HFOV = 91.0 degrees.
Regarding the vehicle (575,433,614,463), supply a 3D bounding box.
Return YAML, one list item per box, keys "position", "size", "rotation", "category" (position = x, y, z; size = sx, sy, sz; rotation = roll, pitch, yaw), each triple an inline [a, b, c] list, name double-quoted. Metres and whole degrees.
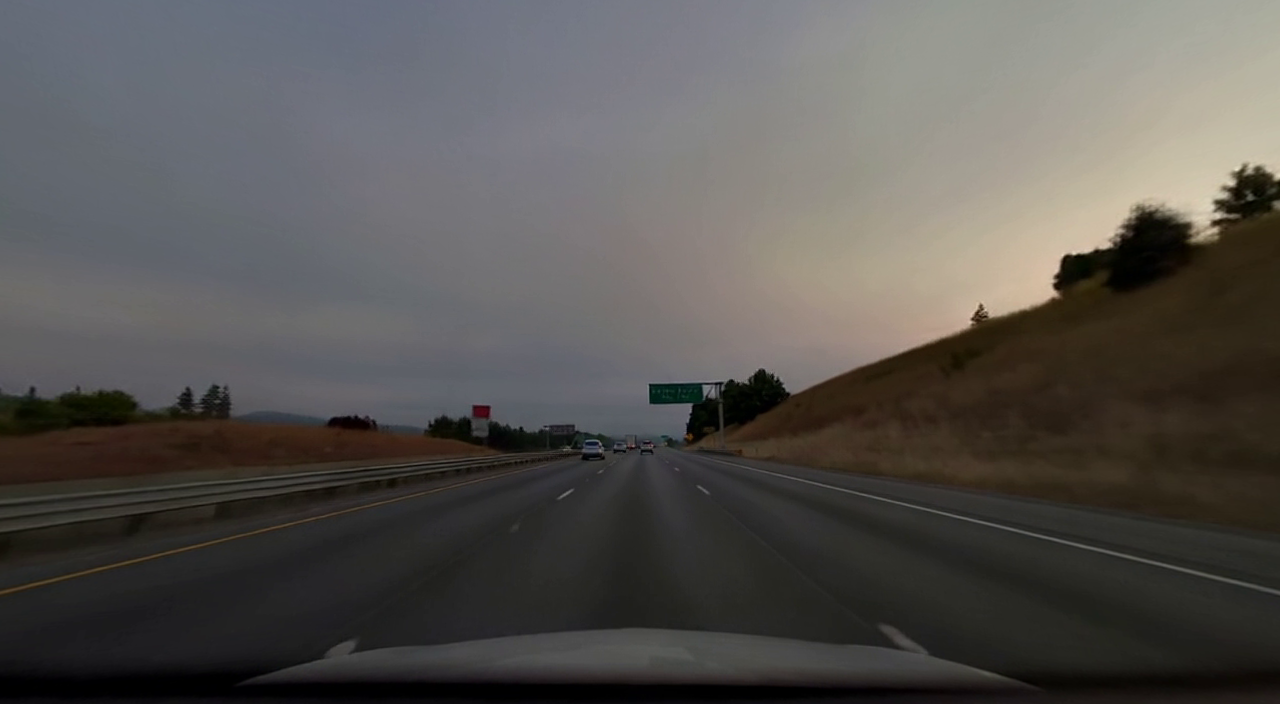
- position: [-3.206, 6.903, 45.137]
  size: [2.286, 2.011, 4.452]
  rotation: [0, -8, 2]
  category: "vehicle"
